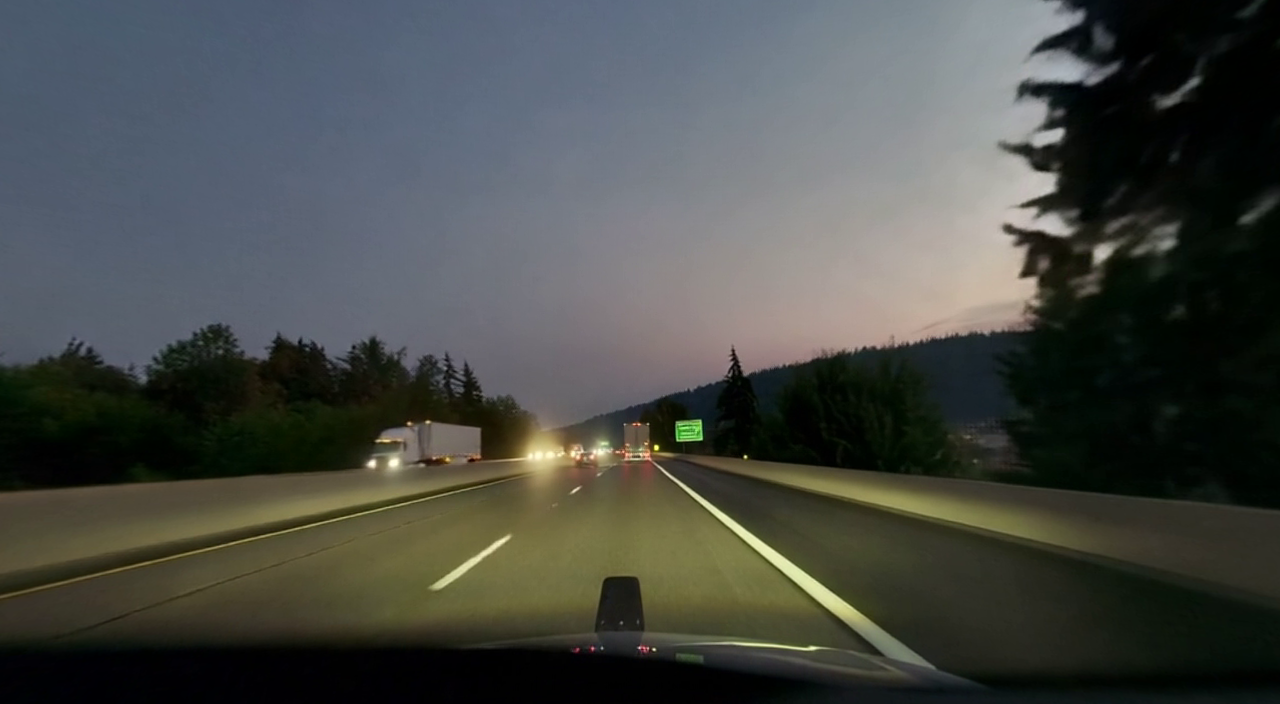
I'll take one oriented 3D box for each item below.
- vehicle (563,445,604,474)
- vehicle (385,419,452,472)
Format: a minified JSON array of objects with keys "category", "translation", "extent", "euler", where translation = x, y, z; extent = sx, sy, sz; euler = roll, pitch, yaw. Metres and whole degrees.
[{"category":"vehicle","translation":[-3.396,6.573,38.850],"extent":[2.081,1.682,4.425],"euler":[0,-9,0]},{"category":"vehicle","translation":[-17.231,7.348,49.479],"extent":[3.005,3.872,5.858],"euler":[0,-9,0]}]
